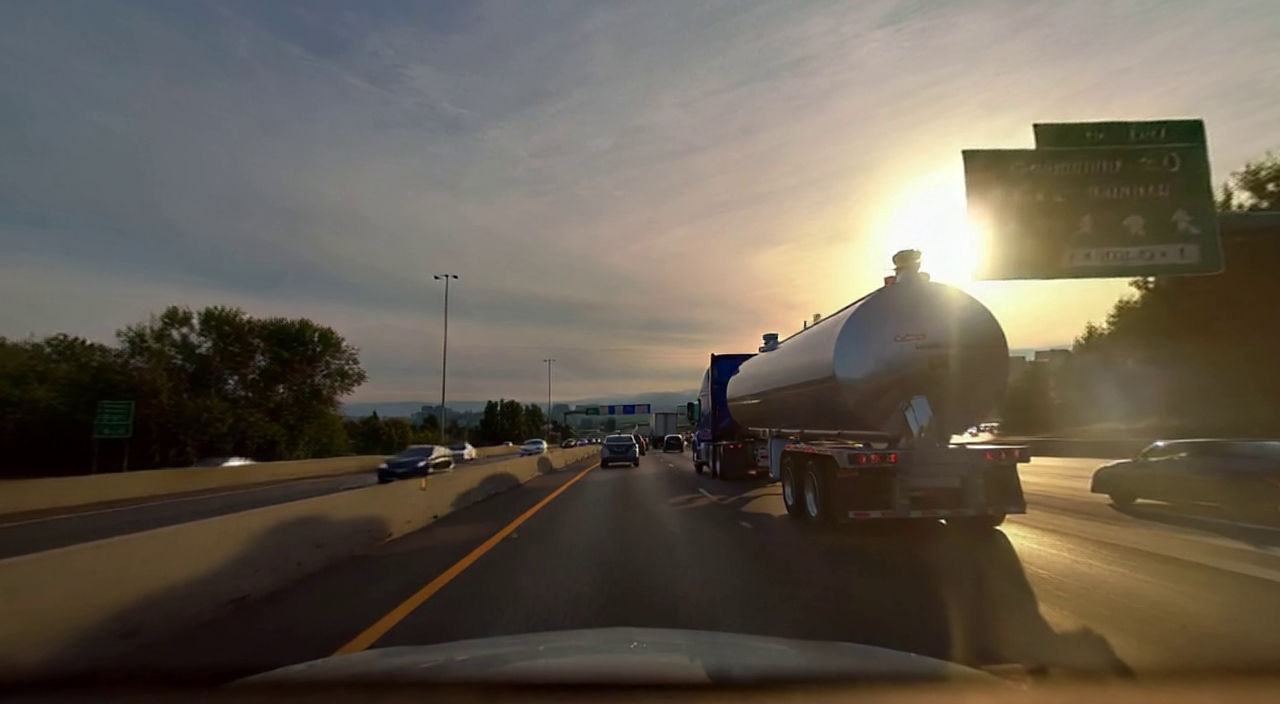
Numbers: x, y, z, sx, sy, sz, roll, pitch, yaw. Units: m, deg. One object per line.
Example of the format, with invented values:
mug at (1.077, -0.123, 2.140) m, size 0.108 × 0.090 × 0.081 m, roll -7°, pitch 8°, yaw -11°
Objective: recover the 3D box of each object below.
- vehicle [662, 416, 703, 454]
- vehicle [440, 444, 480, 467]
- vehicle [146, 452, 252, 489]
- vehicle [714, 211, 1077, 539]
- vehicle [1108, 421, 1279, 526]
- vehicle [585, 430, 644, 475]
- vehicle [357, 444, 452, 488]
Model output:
vehicle at (3.166, 6.319, 47.945) m, size 2.475 × 2.782 × 4.986 m, roll 0°, pitch -8°, yaw -3°
vehicle at (-13.164, 7.566, 46.343) m, size 1.905 × 1.541 × 4.030 m, roll 0°, pitch -8°, yaw -3°
vehicle at (-20.036, 5.370, 28.907) m, size 1.880 × 1.476 × 4.282 m, roll 0°, pitch -8°, yaw -2°
vehicle at (3.512, 0.829, 12.091) m, size 2.826 × 3.905 × 9.262 m, roll 0°, pitch -8°, yaw -1°
vehicle at (9.841, 1.857, 9.982) m, size 1.739 × 1.471 × 3.889 m, roll 0°, pitch -8°, yaw -2°
vehicle at (-0.880, 3.677, 23.309) m, size 2.000 × 1.510 × 3.518 m, roll 0°, pitch -8°, yaw 0°
vehicle at (-8.898, 4.303, 24.304) m, size 1.894 × 1.483 × 4.624 m, roll 0°, pitch -8°, yaw 0°
